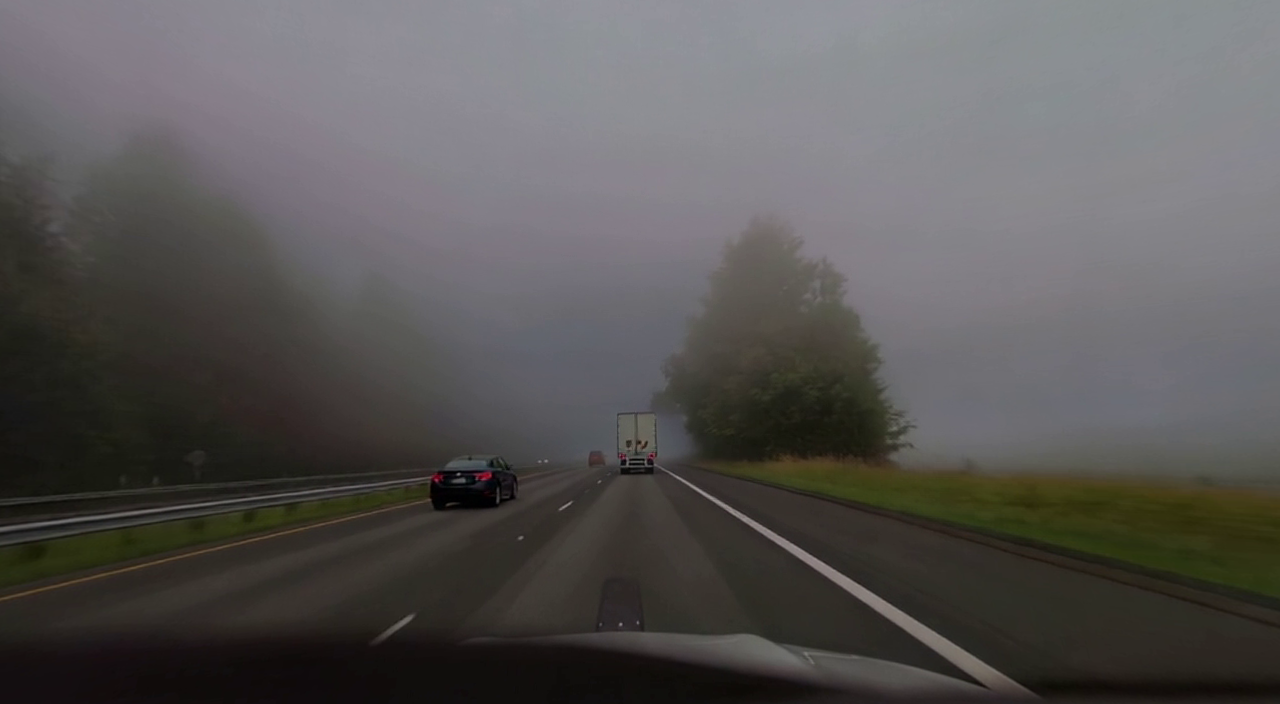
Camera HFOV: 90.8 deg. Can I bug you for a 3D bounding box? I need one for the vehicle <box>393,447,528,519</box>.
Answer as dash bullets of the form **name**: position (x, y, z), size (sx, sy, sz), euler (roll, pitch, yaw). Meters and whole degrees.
- **vehicle**: position (-4.097, 3.048, 15.212), size (1.968, 1.460, 4.227), euler (0, -9, 1)
